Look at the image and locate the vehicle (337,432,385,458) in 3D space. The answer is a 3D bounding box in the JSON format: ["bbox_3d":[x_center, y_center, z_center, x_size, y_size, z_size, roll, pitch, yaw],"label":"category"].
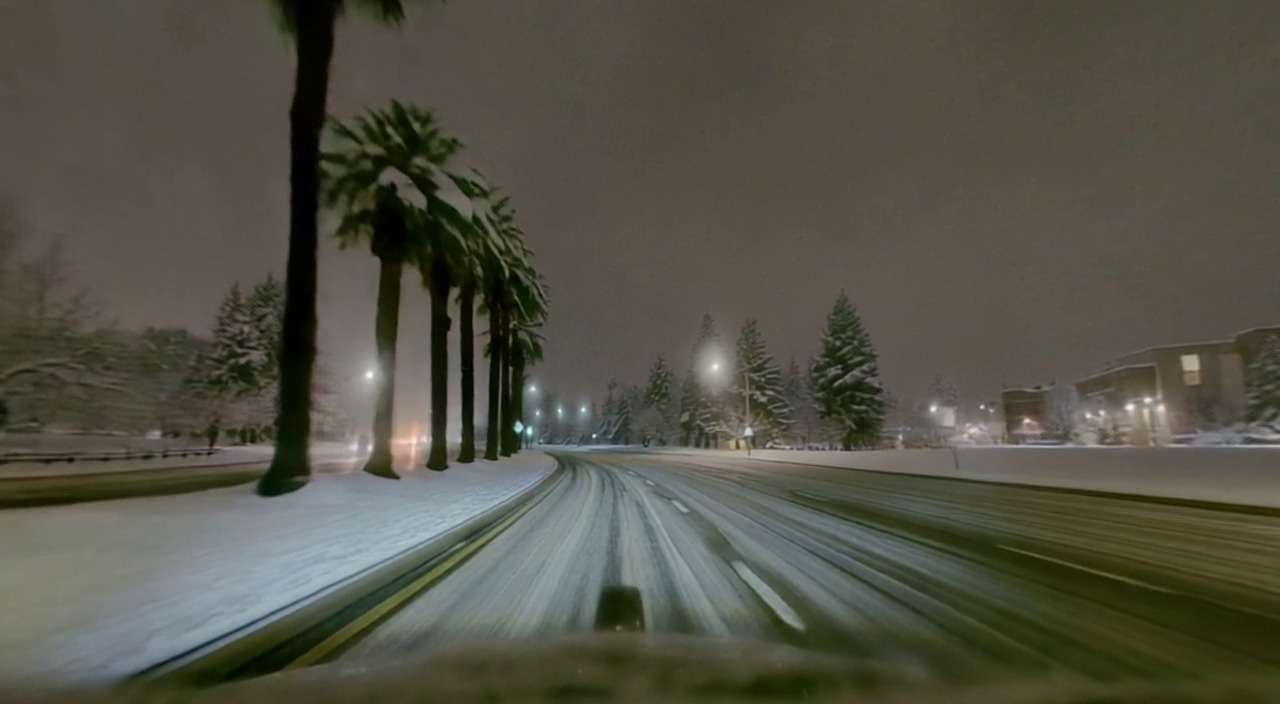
[{"bbox_3d":[-19.852,6.676,45.196,2.025,1.716,4.552,1,-9,-10],"label":"vehicle"}]
